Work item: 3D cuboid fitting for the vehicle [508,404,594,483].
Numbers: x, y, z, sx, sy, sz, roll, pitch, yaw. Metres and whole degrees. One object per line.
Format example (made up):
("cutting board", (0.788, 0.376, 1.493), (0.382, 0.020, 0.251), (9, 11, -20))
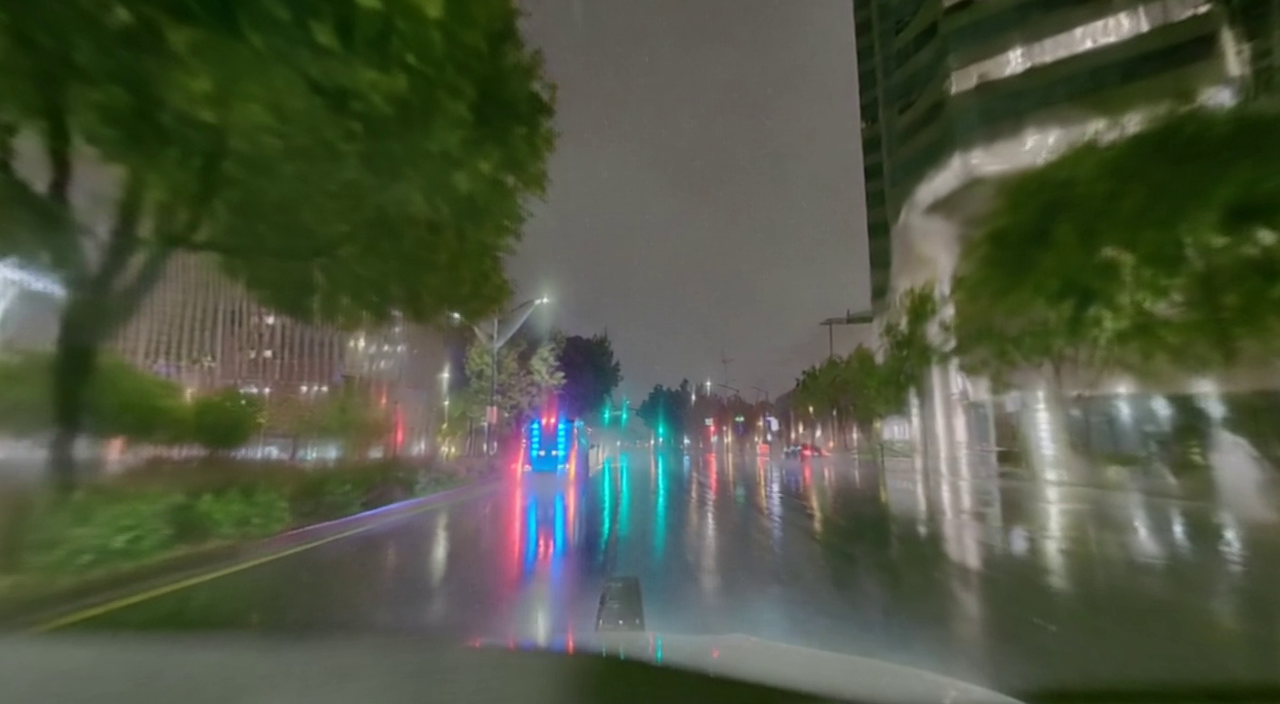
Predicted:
("vehicle", (-3.392, 3.707, 25.467), (2.633, 2.787, 5.796), (0, -9, 0))

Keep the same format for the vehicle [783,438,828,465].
("vehicle", (10.982, 6.635, 42.258), (1.980, 1.719, 4.422), (-1, -9, 2))
